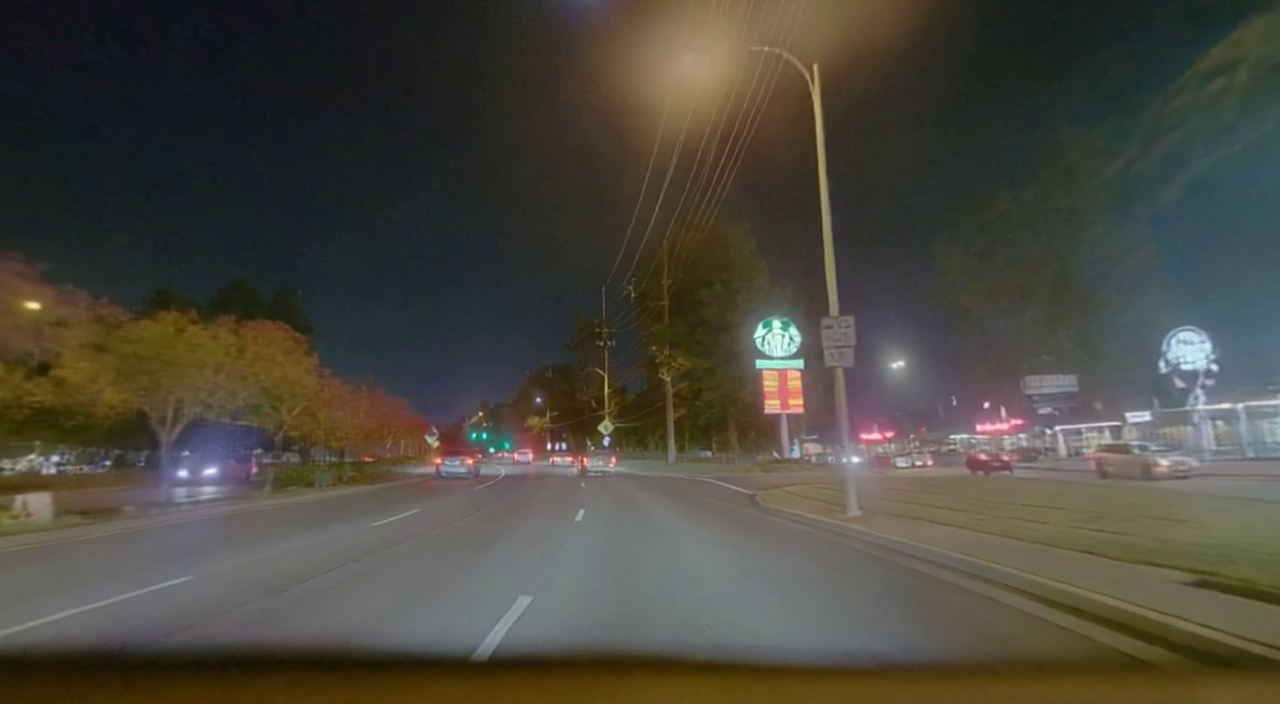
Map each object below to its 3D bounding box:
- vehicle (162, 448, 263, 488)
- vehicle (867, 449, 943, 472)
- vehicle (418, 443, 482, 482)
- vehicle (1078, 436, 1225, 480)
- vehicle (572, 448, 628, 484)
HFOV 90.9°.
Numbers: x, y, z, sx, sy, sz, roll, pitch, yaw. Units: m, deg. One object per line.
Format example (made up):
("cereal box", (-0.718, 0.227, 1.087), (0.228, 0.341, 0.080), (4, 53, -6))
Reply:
("vehicle", (-23.065, 6.220, 34.384), (2.258, 1.960, 5.783), (1, -9, -10))
("vehicle", (19.602, 8.035, 46.856), (4.834, 1.495, 1.785), (1, -9, 3))
("vehicle", (-9.146, 5.320, 30.705), (2.195, 1.752, 4.515), (1, -9, -7))
("vehicle", (19.083, 3.953, 23.858), (1.795, 1.485, 4.601), (0, -9, 2))
("vehicle", (-1.894, 5.049, 28.298), (2.130, 1.476, 4.453), (1, -9, -8))
